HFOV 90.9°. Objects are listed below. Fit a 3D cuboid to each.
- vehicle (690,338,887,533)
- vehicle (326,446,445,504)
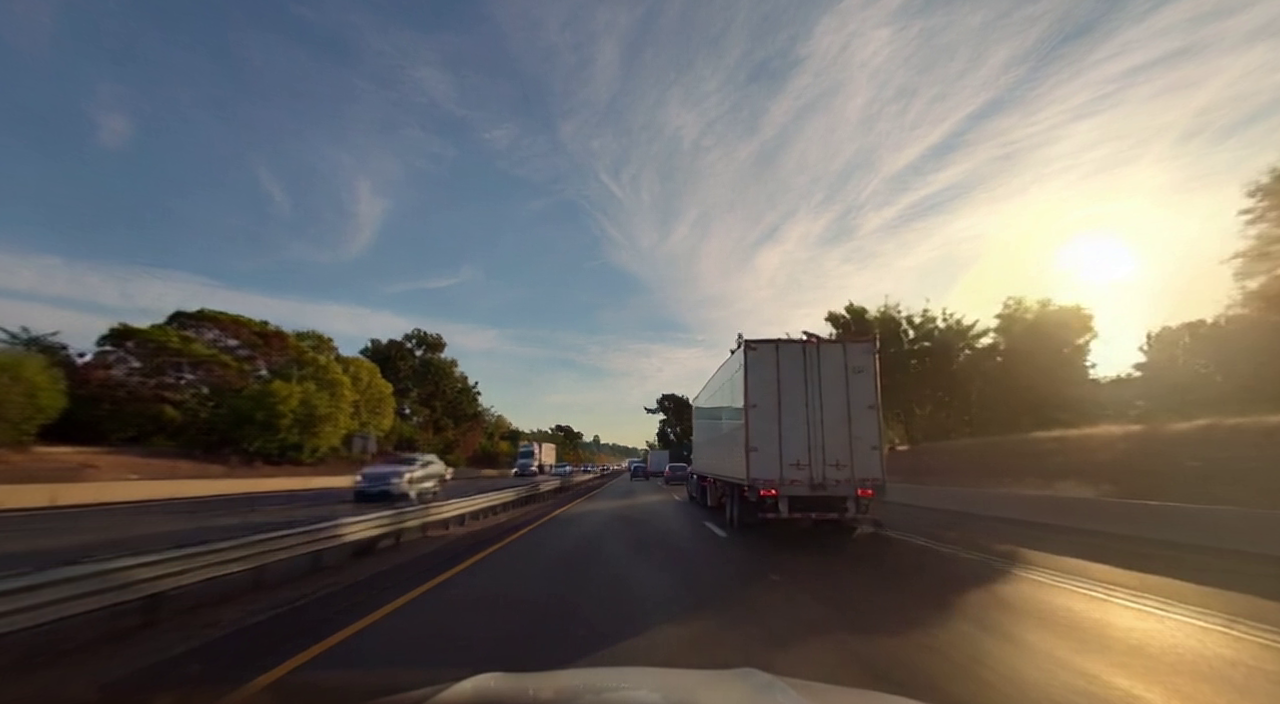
[{"bbox_3d":[3.645,2.984,20.330,2.863,4.088,14.040,1,-10,0],"label":"vehicle"},{"bbox_3d":[-9.395,4.615,23.850,2.377,1.908,4.959,1,-10,0],"label":"vehicle"}]
